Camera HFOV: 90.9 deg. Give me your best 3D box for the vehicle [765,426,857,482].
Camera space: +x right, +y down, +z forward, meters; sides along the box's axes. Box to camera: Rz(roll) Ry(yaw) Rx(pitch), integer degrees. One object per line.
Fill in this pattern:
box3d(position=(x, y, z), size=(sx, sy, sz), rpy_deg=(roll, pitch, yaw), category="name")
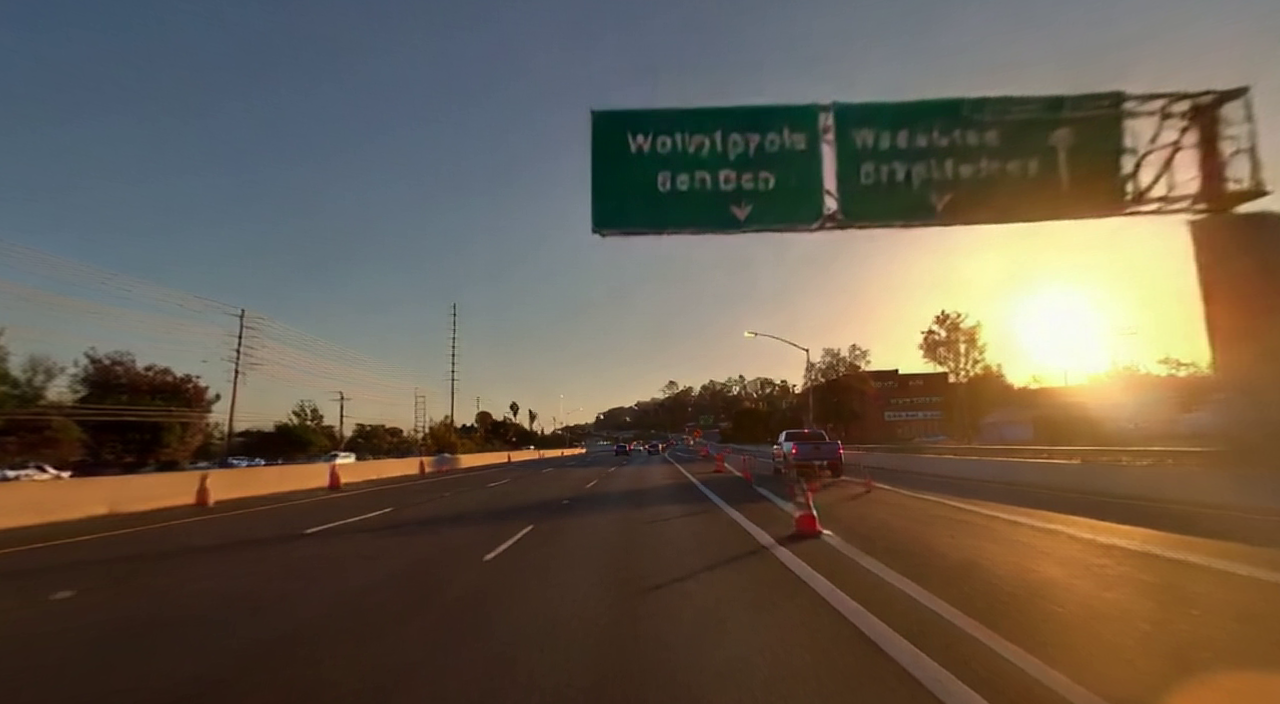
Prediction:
box3d(position=(6.250, 3.812, 23.754), size=(2.186, 1.840, 5.289), rpy_deg=(-1, -8, 3), category="vehicle")
